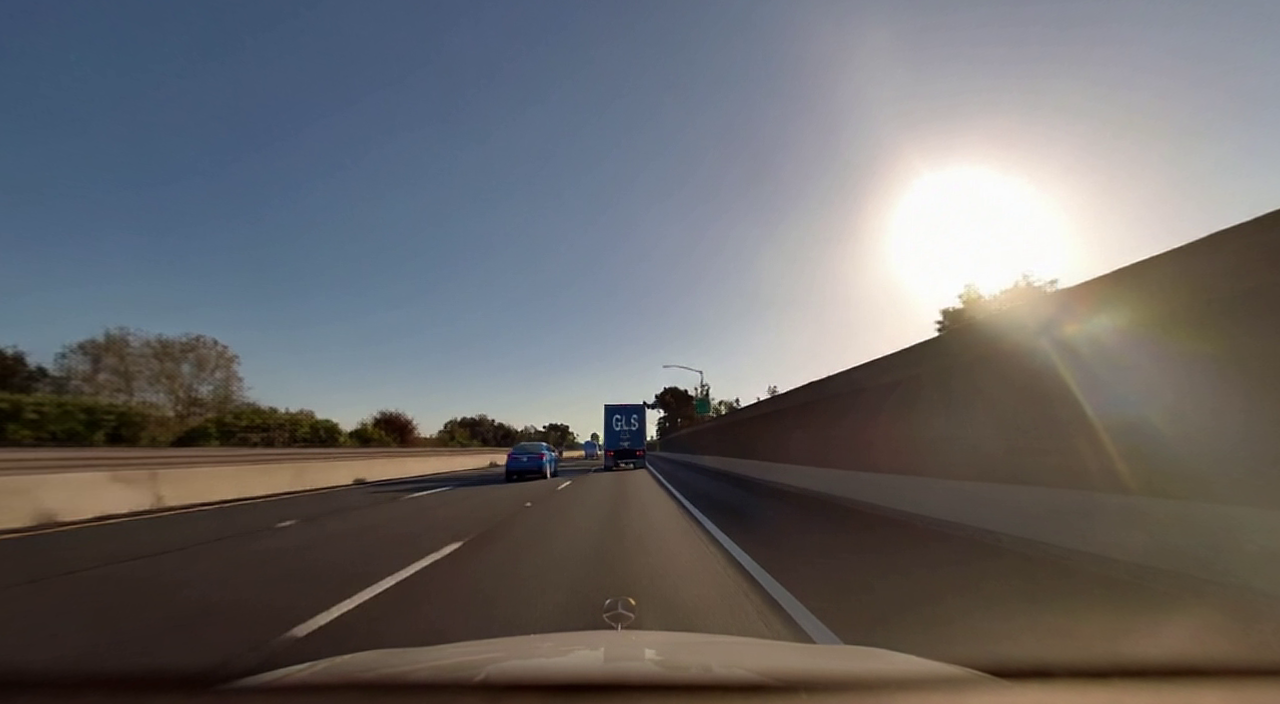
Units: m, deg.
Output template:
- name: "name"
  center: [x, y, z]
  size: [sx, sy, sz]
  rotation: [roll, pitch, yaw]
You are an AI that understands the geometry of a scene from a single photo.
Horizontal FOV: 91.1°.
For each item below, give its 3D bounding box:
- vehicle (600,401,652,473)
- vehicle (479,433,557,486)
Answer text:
- name: "vehicle"
  center: [-0.938, 5.560, 40.395]
  size: [2.923, 4.007, 9.760]
  rotation: [0, -9, -2]
- name: "vehicle"
  center: [-4.841, 4.380, 25.827]
  size: [2.226, 1.935, 5.130]
  rotation: [0, -9, -1]
